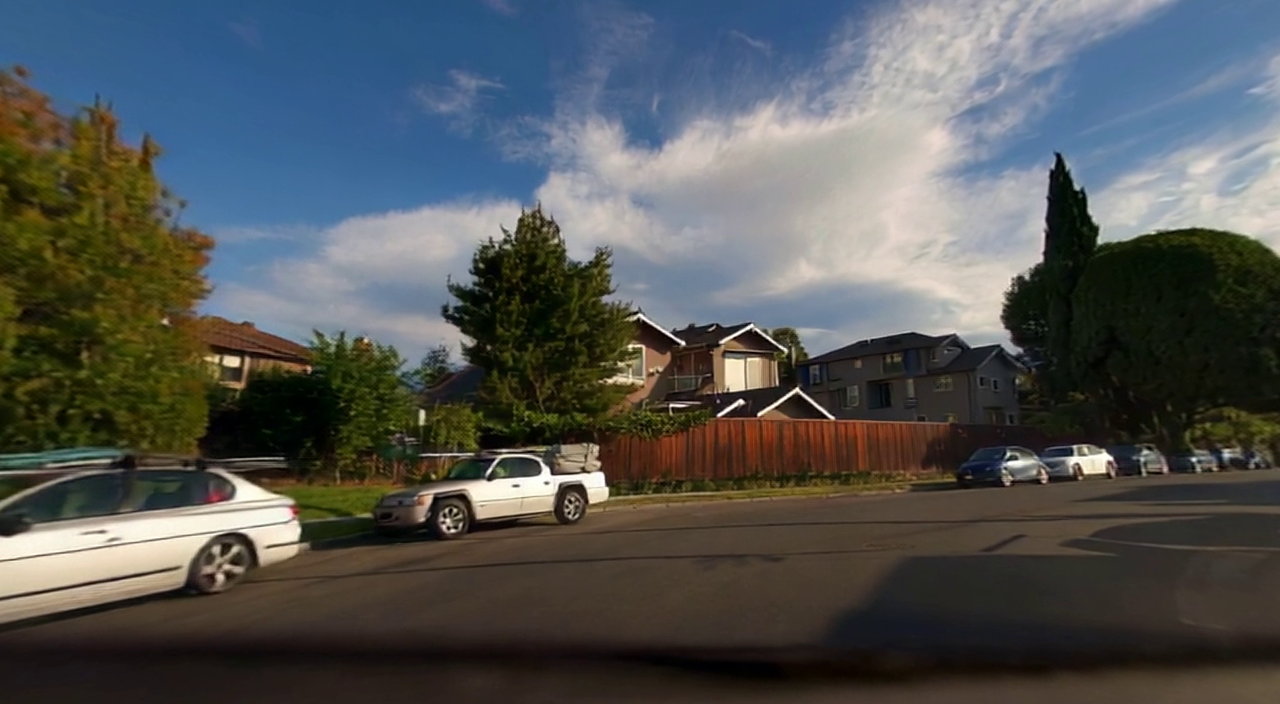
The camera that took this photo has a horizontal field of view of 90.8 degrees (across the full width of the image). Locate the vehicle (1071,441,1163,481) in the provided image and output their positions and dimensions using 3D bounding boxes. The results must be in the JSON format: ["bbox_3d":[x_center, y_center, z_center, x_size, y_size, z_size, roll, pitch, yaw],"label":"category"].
[{"bbox_3d":[21.803,4.941,28.852,4.221,1.673,1.918,5,-10,-33],"label":"vehicle"}]

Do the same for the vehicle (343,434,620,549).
[{"bbox_3d":[-2.517,2.249,10.964,2.082,1.547,4.217,-7,-11,39],"label":"vehicle"}]

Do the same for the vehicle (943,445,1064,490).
[{"bbox_3d":[13.294,4.124,22.990,4.731,1.478,1.930,6,-10,-35],"label":"vehicle"}]

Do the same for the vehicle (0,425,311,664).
[{"bbox_3d":[-4.922,1.393,4.733,1.943,1.475,4.701,-4,-11,8],"label":"vehicle"}]
